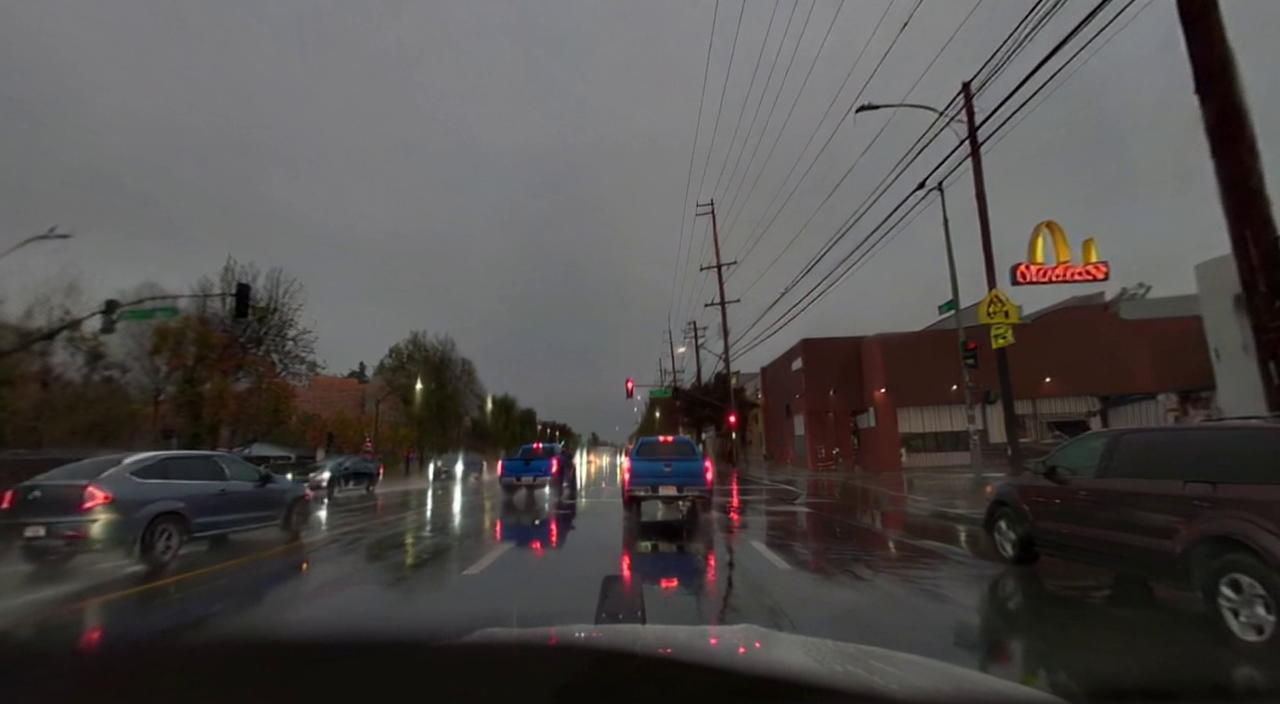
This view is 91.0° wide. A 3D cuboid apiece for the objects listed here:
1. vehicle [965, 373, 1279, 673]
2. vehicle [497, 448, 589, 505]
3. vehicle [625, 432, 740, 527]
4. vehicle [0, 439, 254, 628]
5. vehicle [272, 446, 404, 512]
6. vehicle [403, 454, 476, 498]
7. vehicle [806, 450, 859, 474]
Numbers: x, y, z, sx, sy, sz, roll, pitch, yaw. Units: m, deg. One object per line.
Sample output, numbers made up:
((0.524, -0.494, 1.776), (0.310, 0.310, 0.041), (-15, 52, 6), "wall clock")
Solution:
((5.024, 1.322, 5.614), (1.974, 1.823, 4.576), (0, -9, 3), "vehicle")
((-2.962, 3.901, 20.276), (1.995, 1.554, 4.618), (0, -9, 3), "vehicle")
((0.996, 2.676, 13.890), (2.089, 1.699, 4.650), (-1, -9, 6), "vehicle")
((-6.267, 1.651, 6.239), (1.994, 1.551, 4.414), (0, -9, 1), "vehicle")
((-9.993, 4.205, 21.511), (2.081, 1.925, 5.632), (1, -9, -4), "vehicle")
((-9.174, 5.669, 29.219), (1.961, 1.814, 4.418), (0, -9, -1), "vehicle")
((13.143, 7.516, 43.327), (2.075, 1.556, 4.585), (1, -9, -2), "vehicle")
